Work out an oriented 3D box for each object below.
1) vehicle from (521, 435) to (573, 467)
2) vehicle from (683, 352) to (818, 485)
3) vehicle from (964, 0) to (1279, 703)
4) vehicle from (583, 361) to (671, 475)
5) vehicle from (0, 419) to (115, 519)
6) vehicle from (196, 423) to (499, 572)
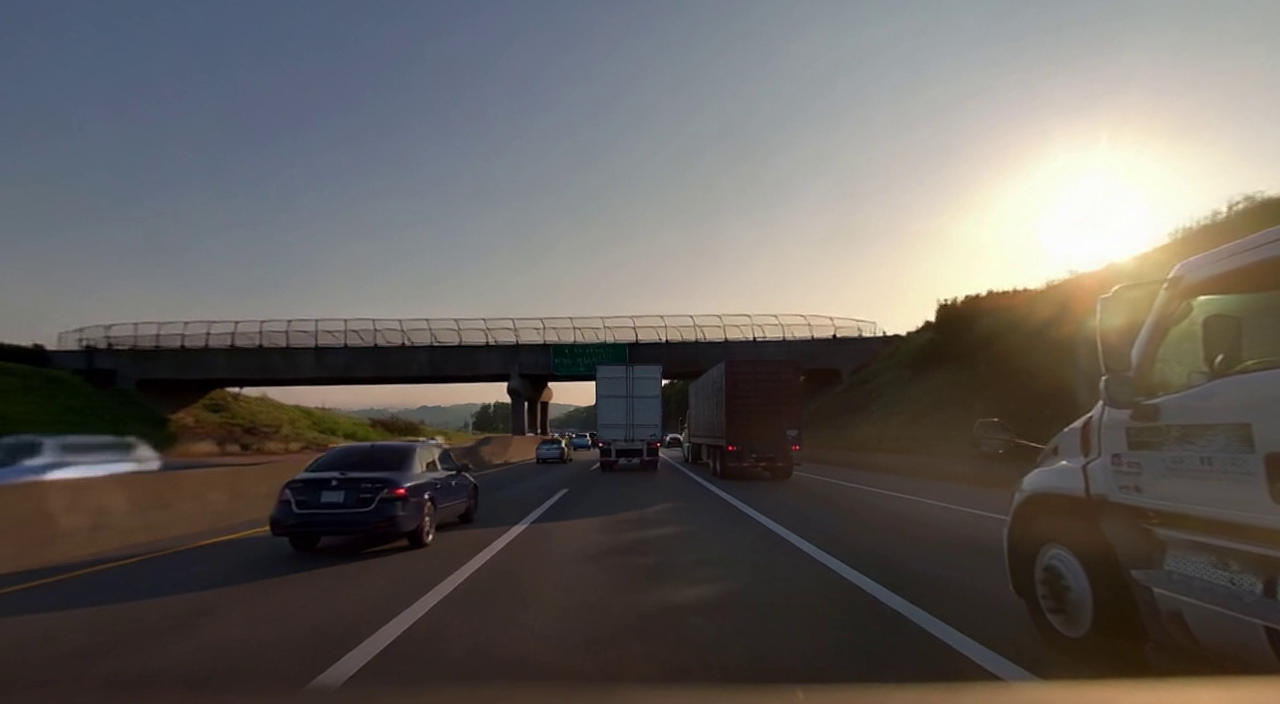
[{"bbox_3d":[-4.458,4.799,30.832,2.049,1.483,3.786,0,-8,-1],"label":"vehicle"},{"bbox_3d":[3.625,2.696,24.257,2.817,3.886,11.491,0,-8,-1],"label":"vehicle"},{"bbox_3d":[3.937,-0.428,1.398,3.074,3.896,5.910,0,-8,-1],"label":"vehicle"},{"bbox_3d":[-0.505,3.051,27.760,3.090,4.065,10.702,0,-8,-1],"label":"vehicle"},{"bbox_3d":[-11.380,1.894,10.173,1.925,1.607,4.500,0,-8,0],"label":"vehicle"},{"bbox_3d":[-3.404,1.750,8.582,1.894,1.460,4.662,0,-8,0],"label":"vehicle"}]
